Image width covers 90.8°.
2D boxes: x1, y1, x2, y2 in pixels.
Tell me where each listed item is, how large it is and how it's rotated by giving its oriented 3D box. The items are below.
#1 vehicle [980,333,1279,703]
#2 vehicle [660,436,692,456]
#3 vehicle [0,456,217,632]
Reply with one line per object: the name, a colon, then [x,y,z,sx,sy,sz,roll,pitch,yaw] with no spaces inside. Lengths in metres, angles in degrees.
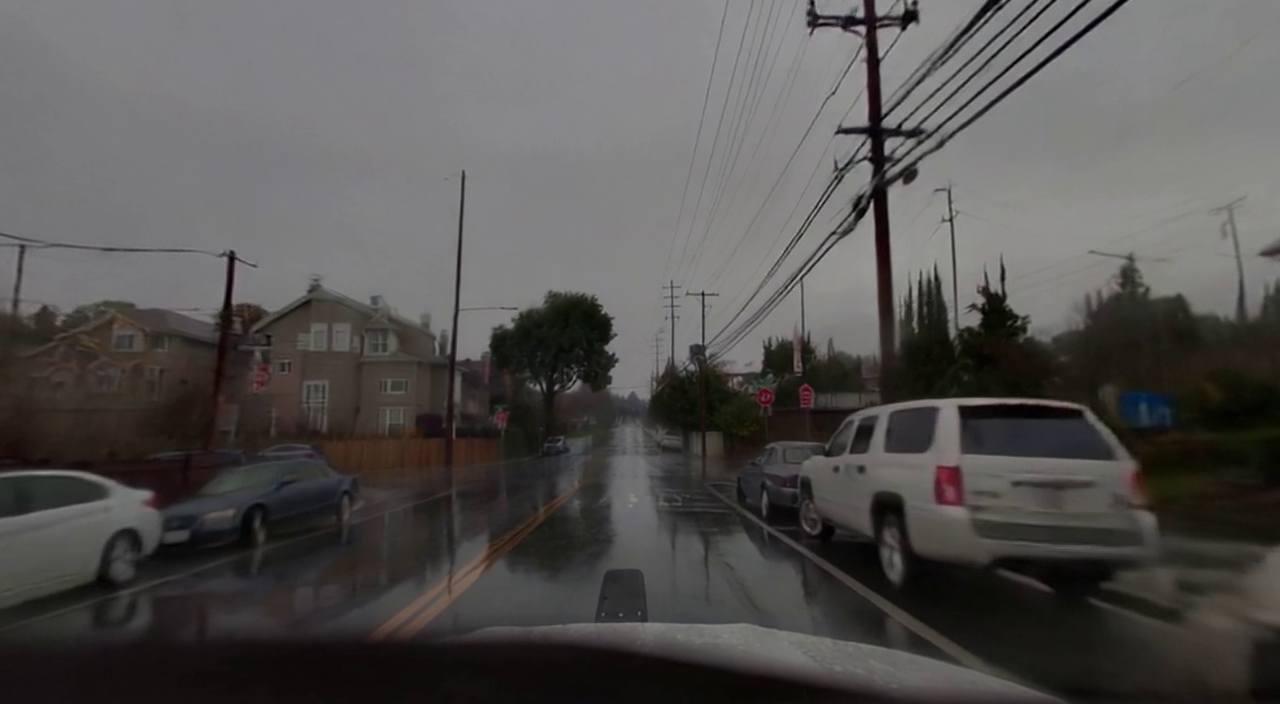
vehicle: [3.209,0.674,1.183,2.086,1.759,5.461,0,-9,0]
vehicle: [2.798,7.442,49.871,2.120,1.487,4.360,0,-9,-3]
vehicle: [-6.532,1.751,5.985,2.098,1.454,4.449,0,-9,-3]
